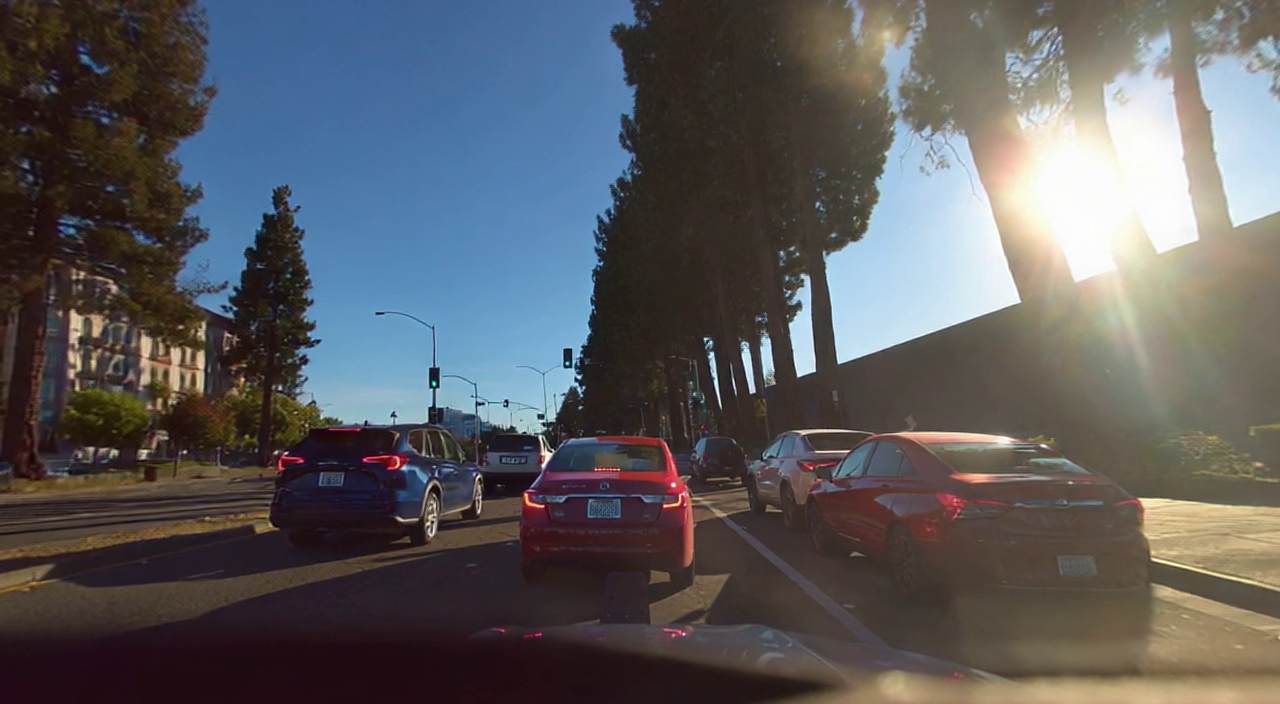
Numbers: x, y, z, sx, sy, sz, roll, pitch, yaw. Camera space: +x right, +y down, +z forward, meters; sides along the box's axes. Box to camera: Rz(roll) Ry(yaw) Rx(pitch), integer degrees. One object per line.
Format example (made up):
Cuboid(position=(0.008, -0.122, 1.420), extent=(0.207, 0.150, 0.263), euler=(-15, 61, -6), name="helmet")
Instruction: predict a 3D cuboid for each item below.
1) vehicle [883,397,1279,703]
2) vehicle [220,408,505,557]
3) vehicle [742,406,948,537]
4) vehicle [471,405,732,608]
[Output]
Cuboid(position=(3.245, 1.076, 3.410), extent=(2.045, 1.459, 4.462), euler=(0, -8, -1), name="vehicle")
Cuboid(position=(-3.753, 1.872, 9.794), extent=(2.141, 1.718, 4.809), euler=(0, -8, 1), name="vehicle")
Cuboid(position=(3.344, 2.076, 11.535), extent=(2.117, 1.879, 4.715), euler=(0, -8, -1), name="vehicle")
Cuboid(position=(-0.359, 1.584, 7.419), extent=(2.114, 1.631, 4.459), euler=(0, -8, -1), name="vehicle")
